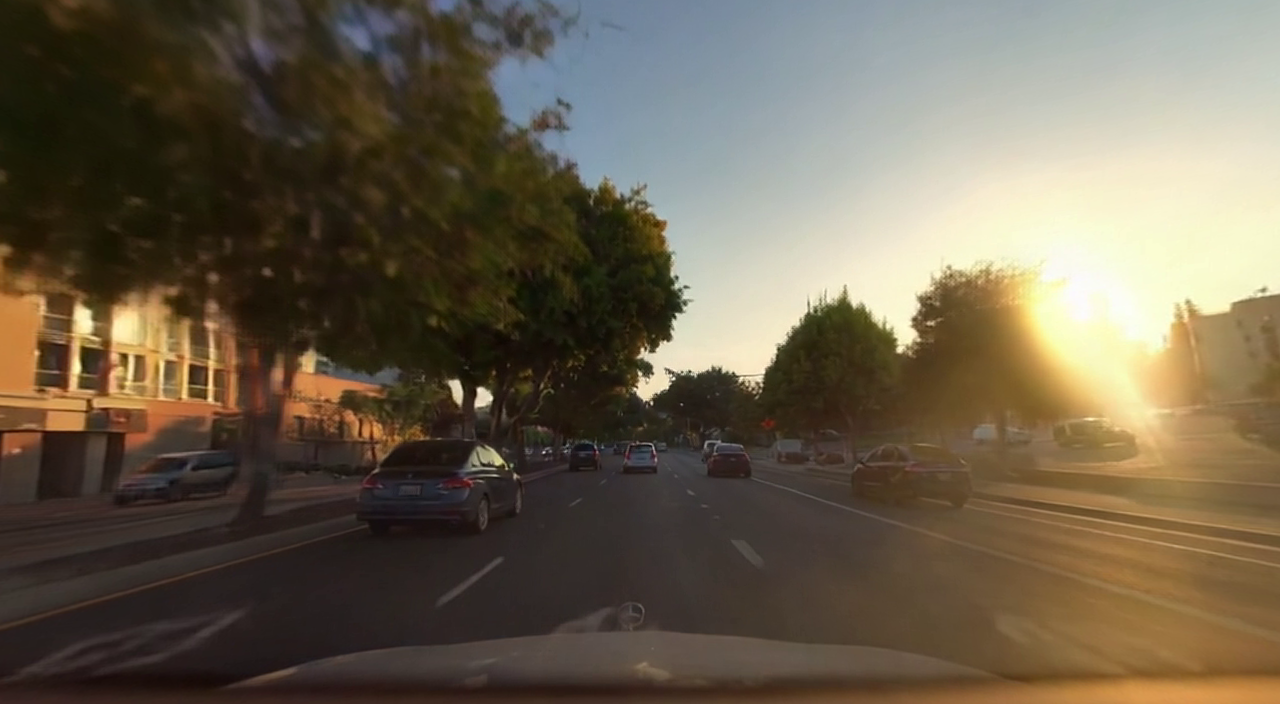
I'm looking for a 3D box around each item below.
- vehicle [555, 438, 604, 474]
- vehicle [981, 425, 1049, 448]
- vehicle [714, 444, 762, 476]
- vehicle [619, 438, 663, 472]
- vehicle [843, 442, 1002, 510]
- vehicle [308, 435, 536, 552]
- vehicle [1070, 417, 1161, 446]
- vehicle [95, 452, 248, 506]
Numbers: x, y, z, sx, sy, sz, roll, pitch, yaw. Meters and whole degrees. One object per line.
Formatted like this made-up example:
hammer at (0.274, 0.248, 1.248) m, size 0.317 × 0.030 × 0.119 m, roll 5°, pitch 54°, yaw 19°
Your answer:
vehicle at (-3.231, 5.653, 34.410) m, size 2.117 × 1.799 × 4.442 m, roll 0°, pitch -9°, yaw 1°
vehicle at (26.511, 5.992, 44.475) m, size 4.692 × 1.475 × 2.038 m, roll 5°, pitch -10°, yaw -31°
vehicle at (4.750, 5.305, 31.076) m, size 1.884 × 1.458 × 4.245 m, roll -1°, pitch -9°, yaw 3°
vehicle at (0.067, 5.811, 35.624) m, size 2.304 × 1.795 × 4.526 m, roll 0°, pitch -9°, yaw 1°
vehicle at (6.873, 3.055, 16.003) m, size 1.865 × 1.458 × 4.605 m, roll 0°, pitch -9°, yaw 0°
vehicle at (-3.167, 2.161, 10.354) m, size 2.095 × 1.486 × 4.411 m, roll 0°, pitch -9°, yaw 1°
vehicle at (26.160, 4.420, 34.627) m, size 4.674 × 1.489 × 2.008 m, roll 4°, pitch -10°, yaw -27°
vehicle at (-17.778, 4.782, 24.317) m, size 2.040 × 1.838 × 4.927 m, roll 0°, pitch -9°, yaw 0°
